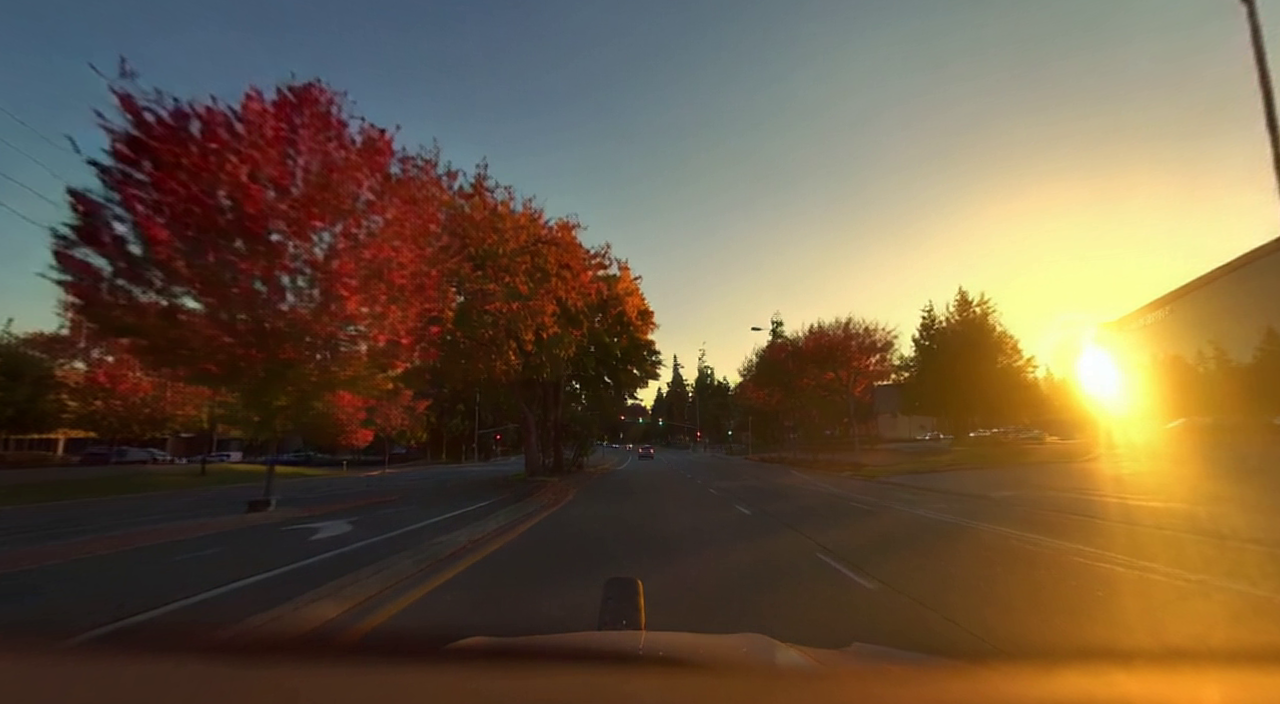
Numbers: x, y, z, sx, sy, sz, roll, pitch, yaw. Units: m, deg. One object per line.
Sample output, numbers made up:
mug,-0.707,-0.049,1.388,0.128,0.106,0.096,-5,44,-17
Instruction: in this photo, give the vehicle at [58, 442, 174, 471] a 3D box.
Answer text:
vehicle,-30.410,6.124,36.733,4.706,1.457,1.999,3,-11,-5
